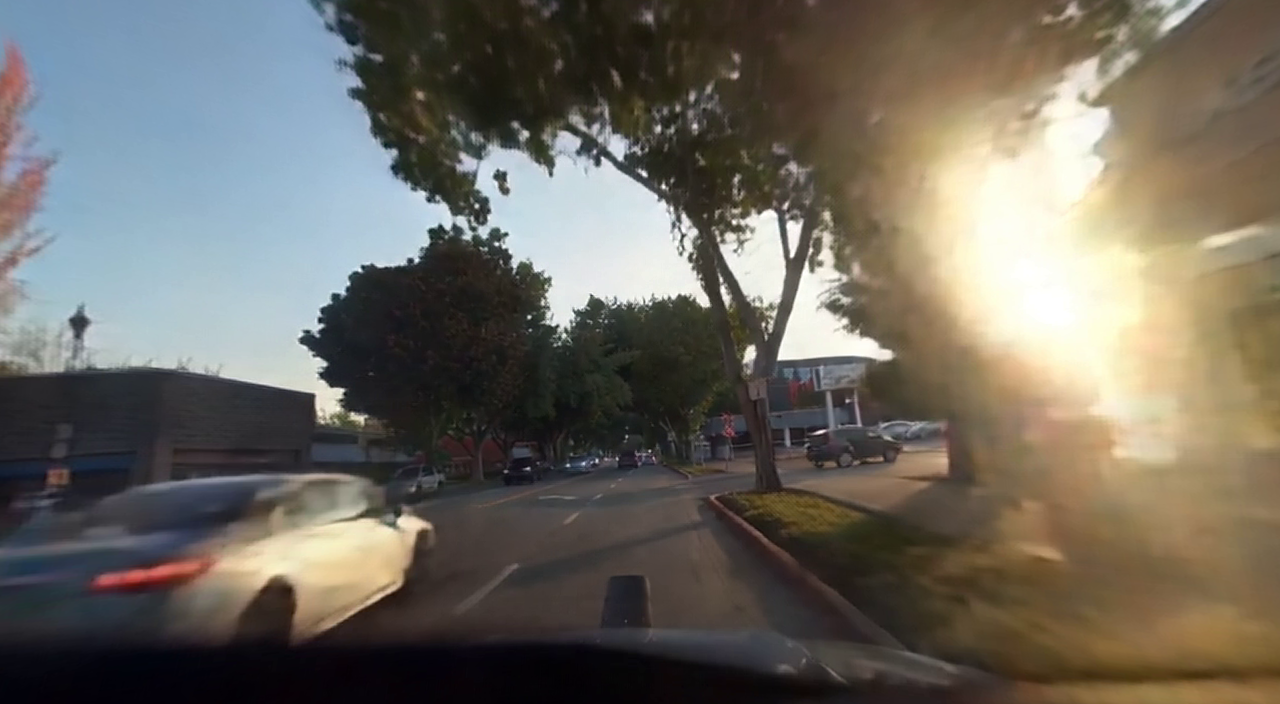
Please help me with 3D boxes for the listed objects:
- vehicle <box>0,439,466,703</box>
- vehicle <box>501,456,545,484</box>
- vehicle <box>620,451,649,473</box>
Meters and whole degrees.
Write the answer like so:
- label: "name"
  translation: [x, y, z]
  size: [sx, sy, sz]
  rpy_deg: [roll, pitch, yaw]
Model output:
- label: "vehicle"
  translation: [-2.968, 1.403, 4.523]
  size: [2.076, 1.481, 4.513]
  rpy_deg: [0, -9, 1]
- label: "vehicle"
  translation: [-7.904, 7.978, 42.941]
  size: [2.038, 1.670, 4.468]
  rpy_deg: [0, -9, 1]
- label: "vehicle"
  translation: [-0.435, 7.992, 46.154]
  size: [2.020, 1.478, 3.922]
  rpy_deg: [0, -9, -2]
